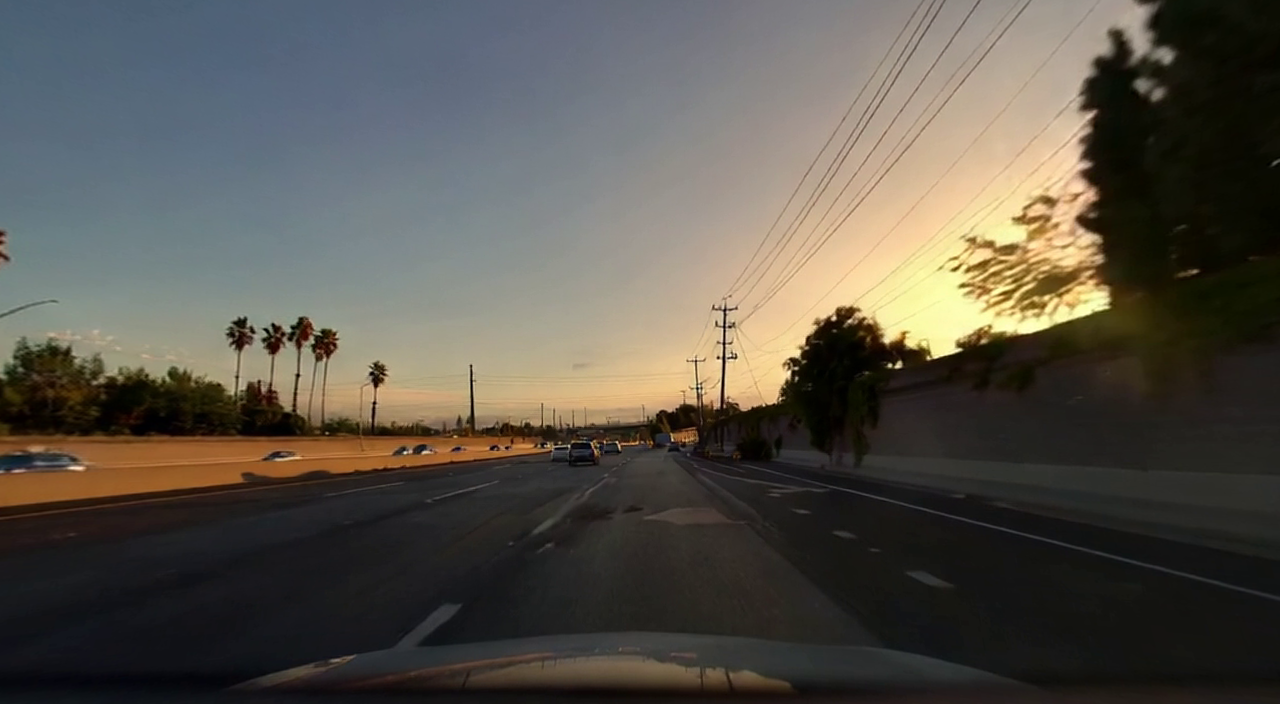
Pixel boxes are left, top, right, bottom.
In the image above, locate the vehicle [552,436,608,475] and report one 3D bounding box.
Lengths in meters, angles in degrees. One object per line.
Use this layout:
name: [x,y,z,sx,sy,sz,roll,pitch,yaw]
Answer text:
vehicle: [-2.656,4.676,28.716,2.029,1.609,3.935,0,-8,2]
